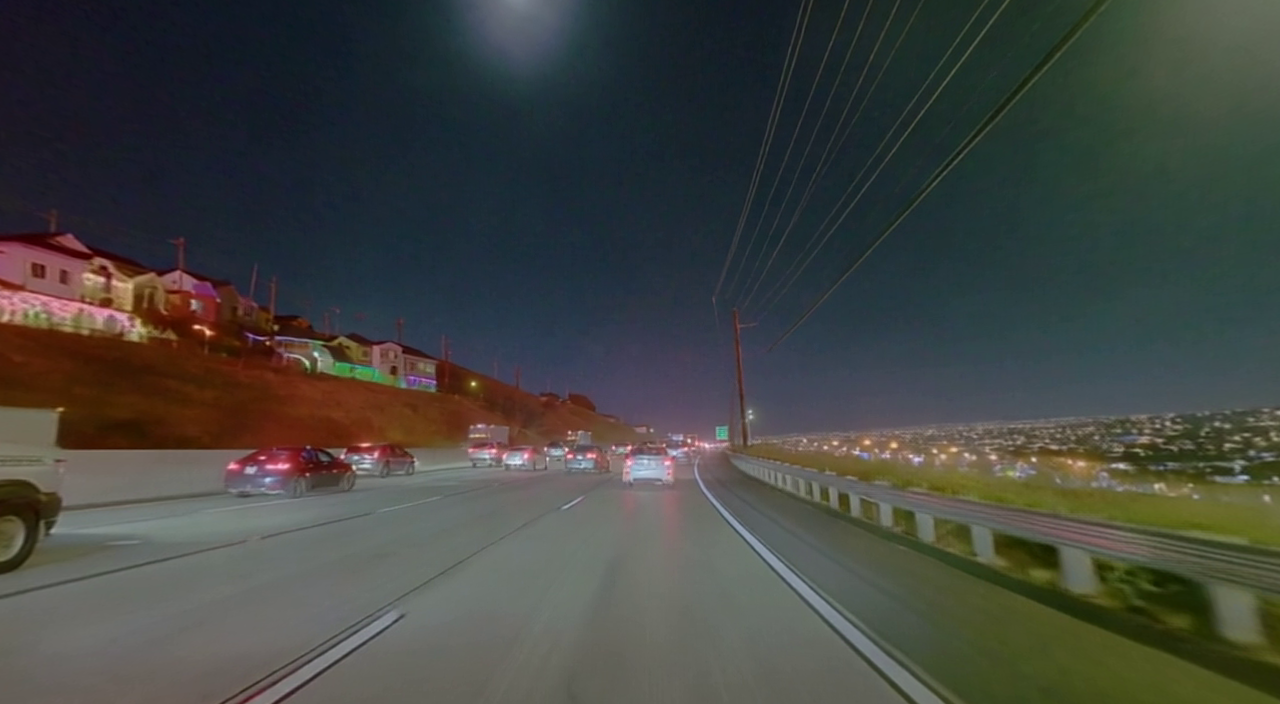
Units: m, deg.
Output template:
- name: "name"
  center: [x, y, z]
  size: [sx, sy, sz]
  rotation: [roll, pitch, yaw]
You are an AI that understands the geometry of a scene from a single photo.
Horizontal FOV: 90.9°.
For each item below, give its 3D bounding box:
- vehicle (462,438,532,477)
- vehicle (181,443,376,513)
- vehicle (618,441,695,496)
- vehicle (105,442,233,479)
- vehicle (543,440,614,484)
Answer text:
- name: "vehicle"
  center: [-7.215, 5.358, 32.396]
  size: [2.080, 1.833, 4.461]
  rotation: [-1, -8, 7]
- name: "vehicle"
  center: [-8.738, 3.041, 15.833]
  size: [1.959, 1.469, 4.450]
  rotation: [-1, -8, 5]
- name: "vehicle"
  center: [0.585, 3.511, 19.406]
  size: [2.109, 1.495, 3.935]
  rotation: [-1, -8, 4]
- name: "vehicle"
  center: [-20.947, 4.816, 28.328]
  size: [1.902, 1.536, 4.561]
  rotation: [-1, -8, 6]
- name: "vehicle"
  center: [-2.448, 4.518, 26.269]
  size: [2.121, 1.639, 4.383]
  rotation: [-1, -8, 6]
